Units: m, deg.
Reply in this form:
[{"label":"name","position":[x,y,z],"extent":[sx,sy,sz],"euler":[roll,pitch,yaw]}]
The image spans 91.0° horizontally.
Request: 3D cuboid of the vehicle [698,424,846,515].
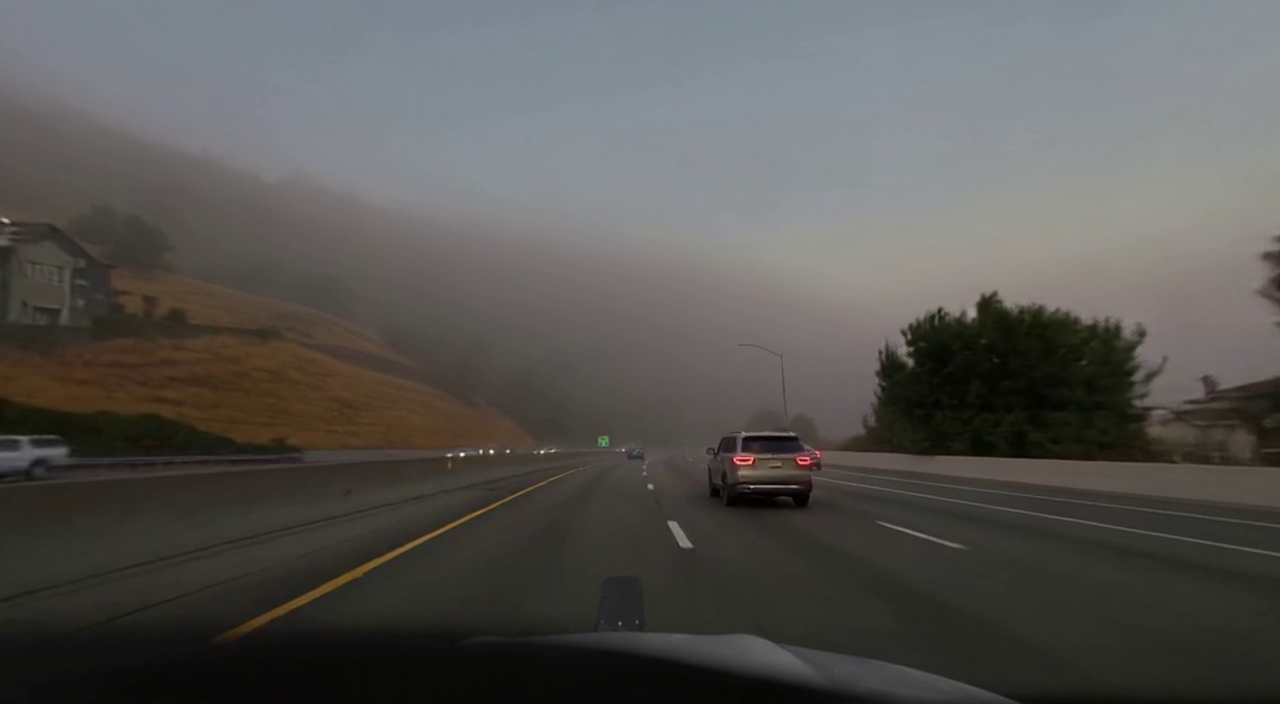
[{"label":"vehicle","position":[2.832,2.673,14.799],"extent":[2.318,1.766,4.587],"euler":[0,-9,-2]}]
